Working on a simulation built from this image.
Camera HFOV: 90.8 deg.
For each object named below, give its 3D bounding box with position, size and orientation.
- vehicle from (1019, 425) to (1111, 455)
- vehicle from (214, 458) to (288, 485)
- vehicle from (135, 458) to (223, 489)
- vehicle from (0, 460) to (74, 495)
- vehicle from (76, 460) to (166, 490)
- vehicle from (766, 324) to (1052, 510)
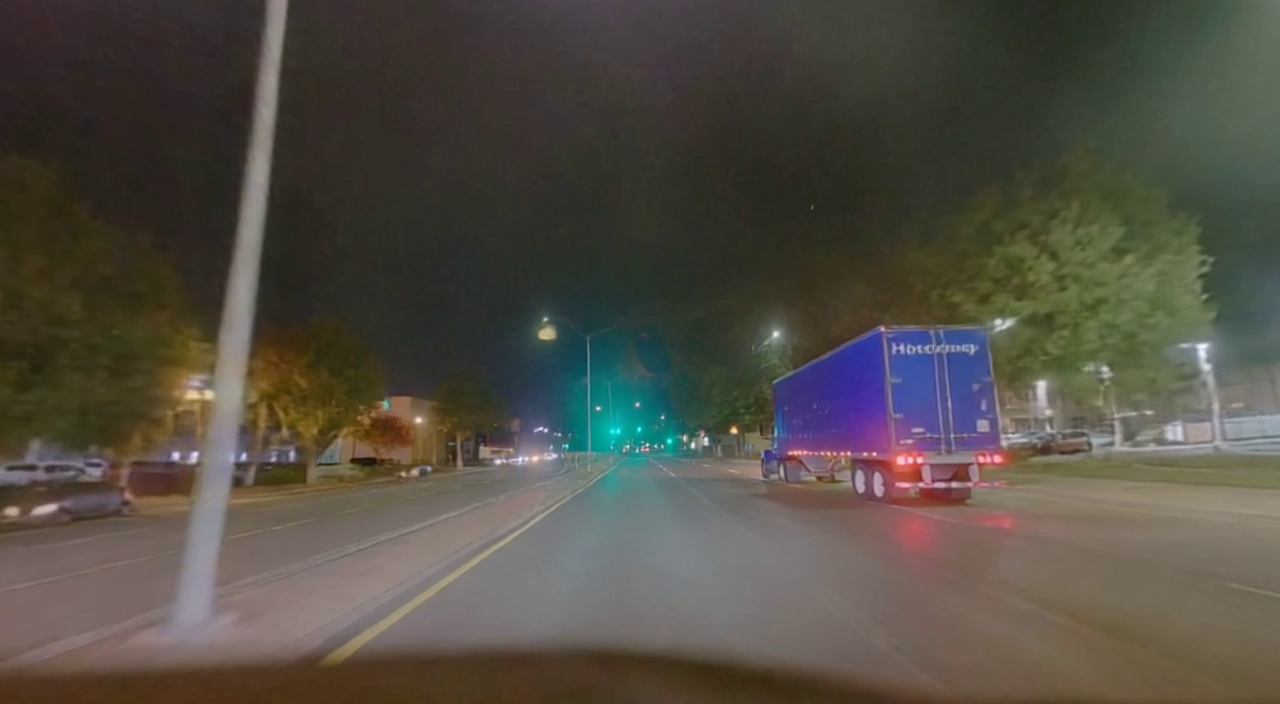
[{"bbox_3d":[32.401,6.716,48.318,5.310,2.217,2.276,0,-8,2],"label":"vehicle"},{"bbox_3d":[-27.930,8.573,45.617,2.037,1.764,5.556,0,-9,-4],"label":"vehicle"},{"bbox_3d":[-30.313,7.965,41.769,1.995,1.773,4.984,-4,-10,1],"label":"vehicle"},{"bbox_3d":[-33.906,6.693,33.880,2.008,1.710,5.515,0,-9,0],"label":"vehicle"},{"bbox_3d":[-33.931,8.047,41.498,1.963,1.756,4.606,0,-9,0],"label":"vehicle"},{"bbox_3d":[6.605,2.164,18.654,3.120,3.794,11.510,0,-9,-1],"label":"vehicle"}]
